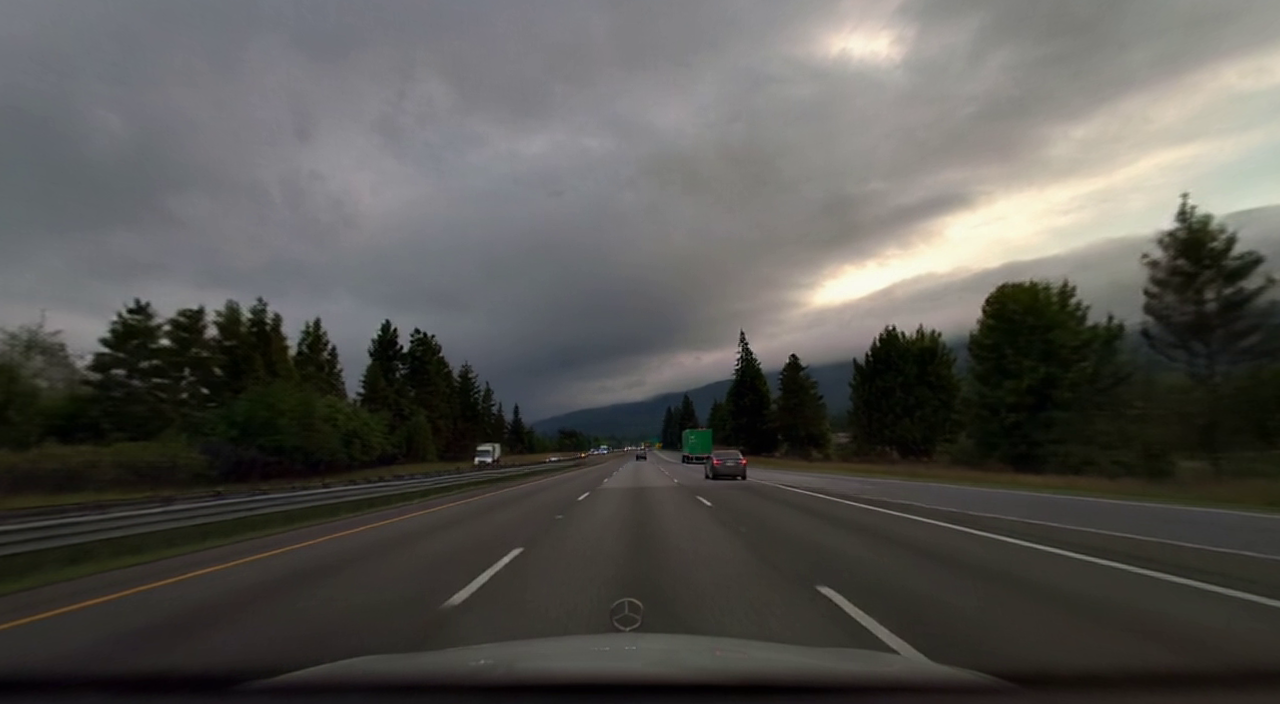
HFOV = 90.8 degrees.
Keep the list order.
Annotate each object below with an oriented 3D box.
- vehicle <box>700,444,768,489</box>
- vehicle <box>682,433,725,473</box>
[{"bbox_3d":[3.558,4.416,24.602,2.019,1.601,3.953,0,-9,-1],"label":"vehicle"},{"bbox_3d":[4.286,6.973,43.768,2.300,2.564,5.643,0,-9,-1],"label":"vehicle"}]
